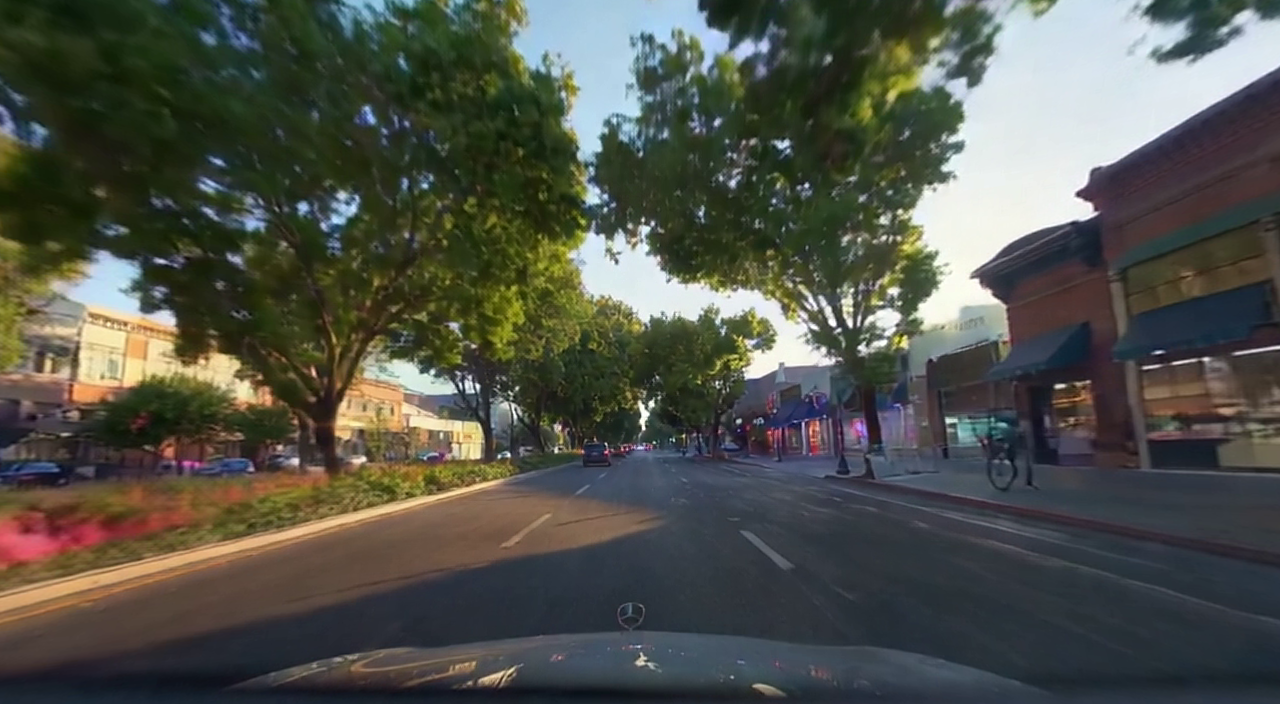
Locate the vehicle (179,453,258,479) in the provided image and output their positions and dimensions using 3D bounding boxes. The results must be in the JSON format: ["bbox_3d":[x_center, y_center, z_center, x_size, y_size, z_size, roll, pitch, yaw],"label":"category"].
[{"bbox_3d":[-26.179,7.067,39.365,1.850,1.477,4.492,0,-8,0],"label":"vehicle"}]

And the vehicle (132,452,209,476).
[{"bbox_3d":[-35.986,8.597,48.456,4.397,1.689,1.958,4,-10,-29],"label":"vehicle"}]

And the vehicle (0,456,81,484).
[{"bbox_3d":[-35.711,6.823,36.490,4.501,1.458,1.889,4,-9,-26],"label":"vehicle"}]
